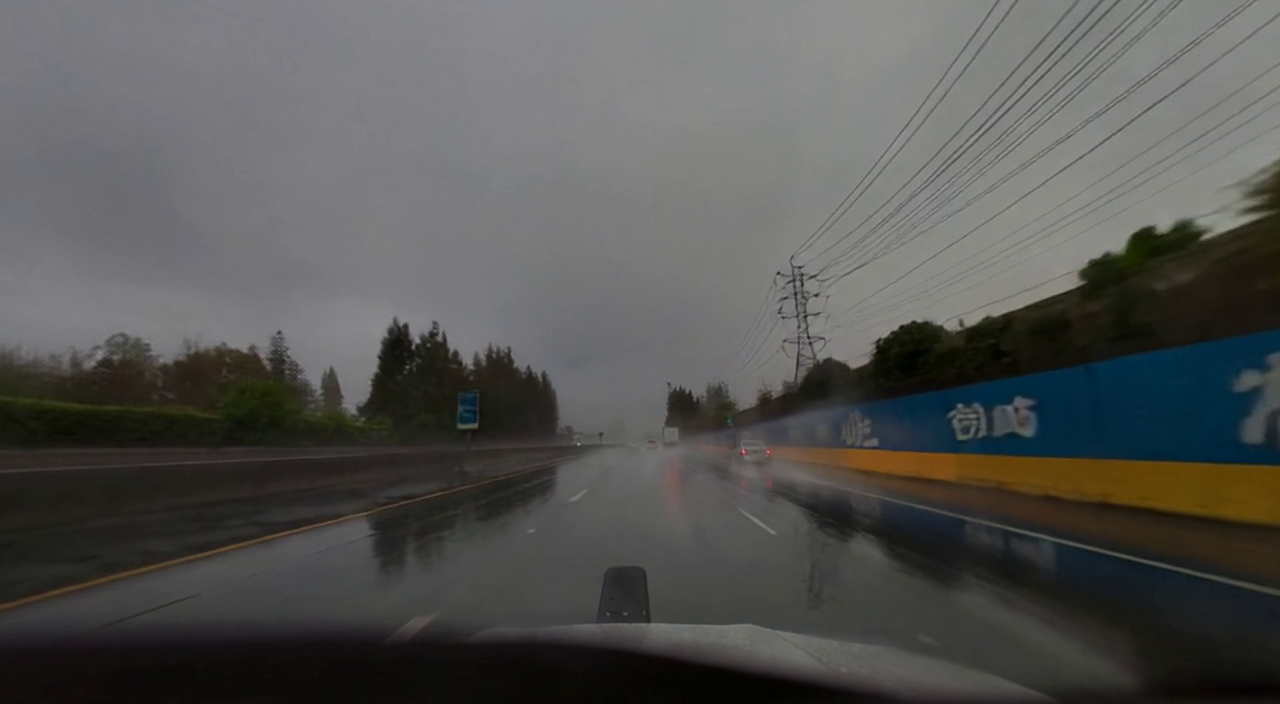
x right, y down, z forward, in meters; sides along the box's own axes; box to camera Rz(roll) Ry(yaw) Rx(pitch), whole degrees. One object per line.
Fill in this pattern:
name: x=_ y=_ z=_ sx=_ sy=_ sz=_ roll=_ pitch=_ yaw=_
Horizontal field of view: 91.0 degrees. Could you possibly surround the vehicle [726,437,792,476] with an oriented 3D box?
vehicle: x=4.899 y=4.361 z=26.486 sx=1.991 sy=1.494 sz=3.951 roll=0 pitch=-8 yaw=-1
